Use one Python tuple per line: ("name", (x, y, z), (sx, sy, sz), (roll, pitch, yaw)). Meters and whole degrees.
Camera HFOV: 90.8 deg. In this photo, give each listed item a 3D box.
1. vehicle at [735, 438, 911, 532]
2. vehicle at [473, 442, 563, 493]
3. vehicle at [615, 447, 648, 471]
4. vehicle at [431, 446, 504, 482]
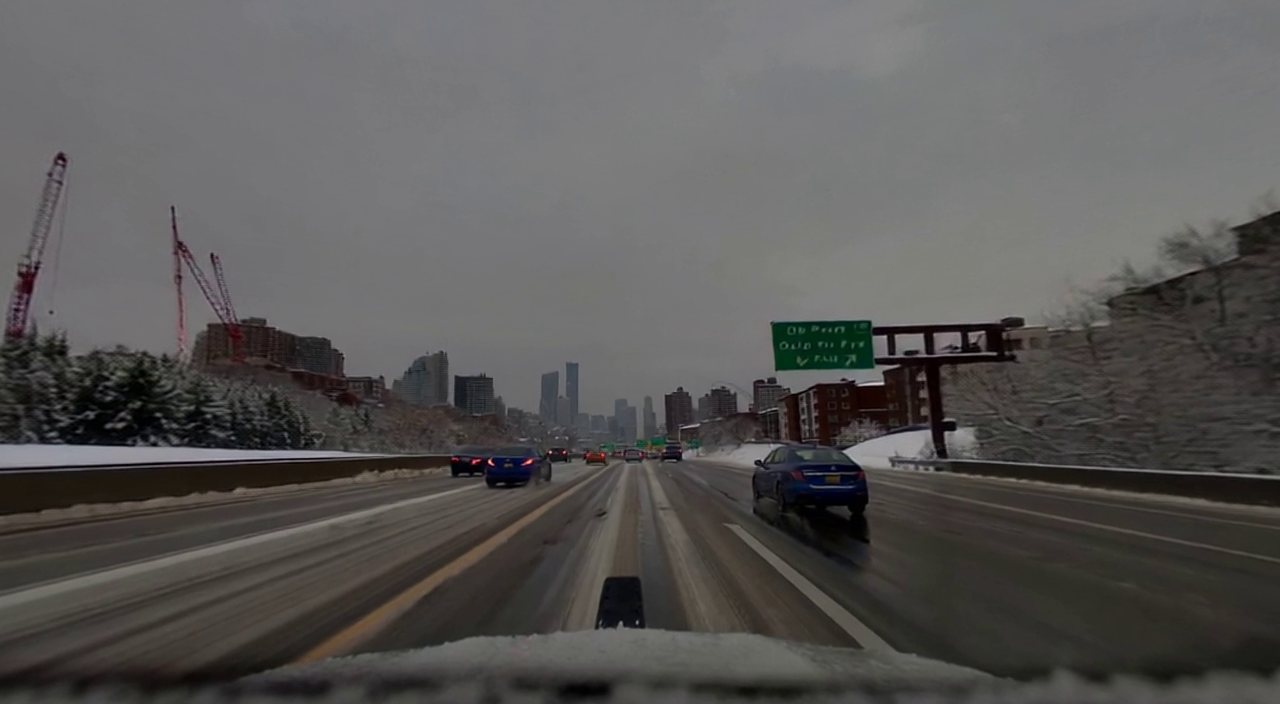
("vehicle", (3.275, 2.465, 12.406), (1.995, 1.486, 4.463), (0, -9, -2))
("vehicle", (-3.978, 3.841, 21.464), (2.136, 1.512, 4.488), (0, -9, 1))
("vehicle", (-0.550, 7.014, 41.504), (2.019, 1.472, 3.971), (0, -9, -1))
("vehicle", (-7.909, 5.157, 29.490), (2.043, 1.494, 4.824), (0, -9, 0))
